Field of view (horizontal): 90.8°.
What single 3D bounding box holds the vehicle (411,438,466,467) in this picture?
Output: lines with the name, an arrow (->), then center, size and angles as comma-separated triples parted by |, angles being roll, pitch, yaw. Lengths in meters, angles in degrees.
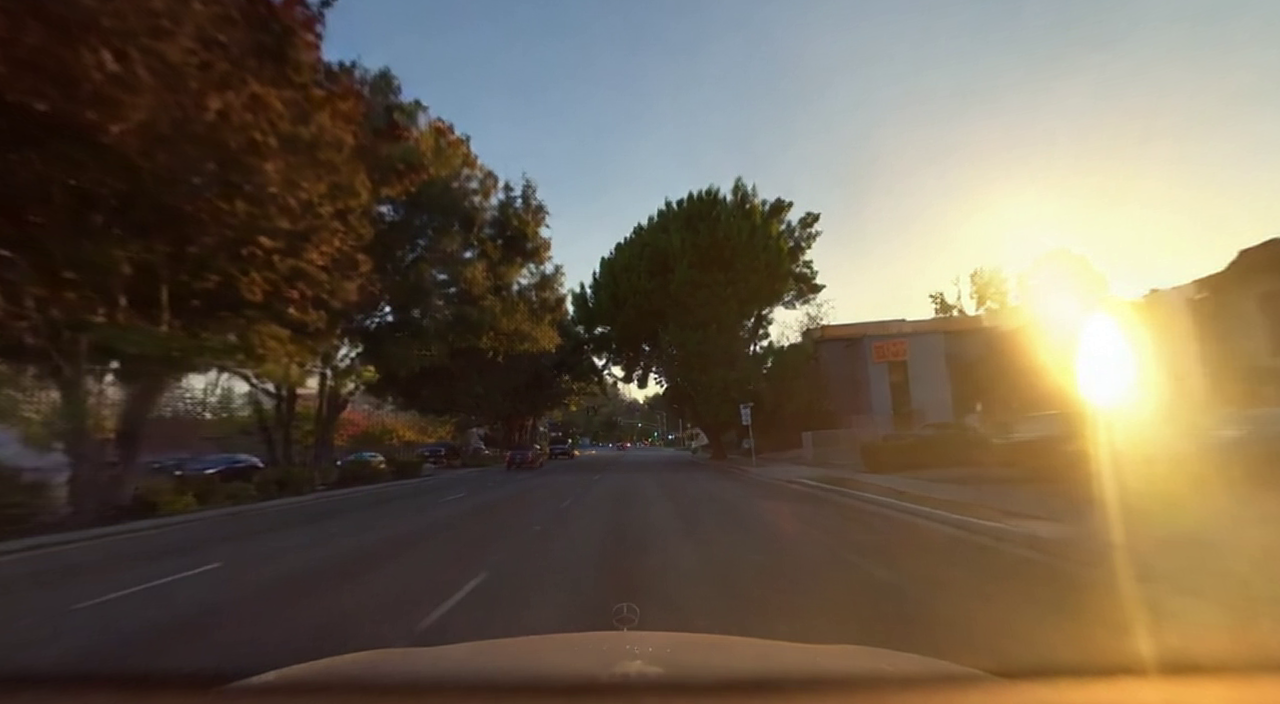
vehicle -> -15.095, 7.569, 47.676 | 2.326, 2.030, 5.373 | 0, -9, 1

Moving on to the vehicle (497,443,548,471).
vehicle -> -6.461, 5.824, 35.289 | 1.970, 1.456, 4.441 | 0, -9, 0

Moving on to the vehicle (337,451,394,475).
vehicle -> -17.936, 7.290, 41.561 | 1.794, 1.449, 4.384 | 0, -9, 0

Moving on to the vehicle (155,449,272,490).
vehicle -> -18.049, 4.942, 27.042 | 1.874, 1.587, 4.492 | 0, -9, 0

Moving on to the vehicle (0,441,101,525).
vehicle -> -14.702, 2.877, 13.912 | 1.947, 1.784, 4.175 | 0, -9, 0
